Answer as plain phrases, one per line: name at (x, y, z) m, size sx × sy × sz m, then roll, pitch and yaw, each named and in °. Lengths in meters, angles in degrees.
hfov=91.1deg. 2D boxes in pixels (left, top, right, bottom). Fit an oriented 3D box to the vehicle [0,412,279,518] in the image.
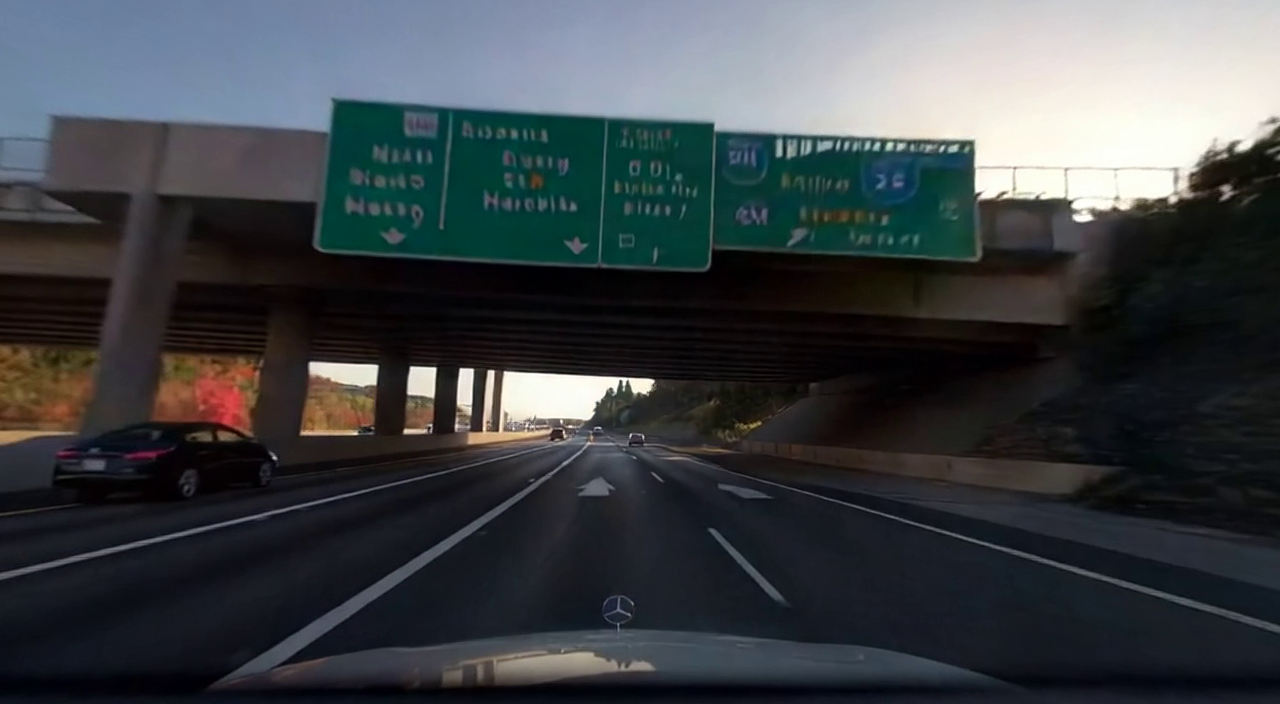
vehicle at (-8.997, 1.992, 11.689) m, size 1.828 × 1.549 × 4.846 m, roll 0°, pitch -8°, yaw -2°
